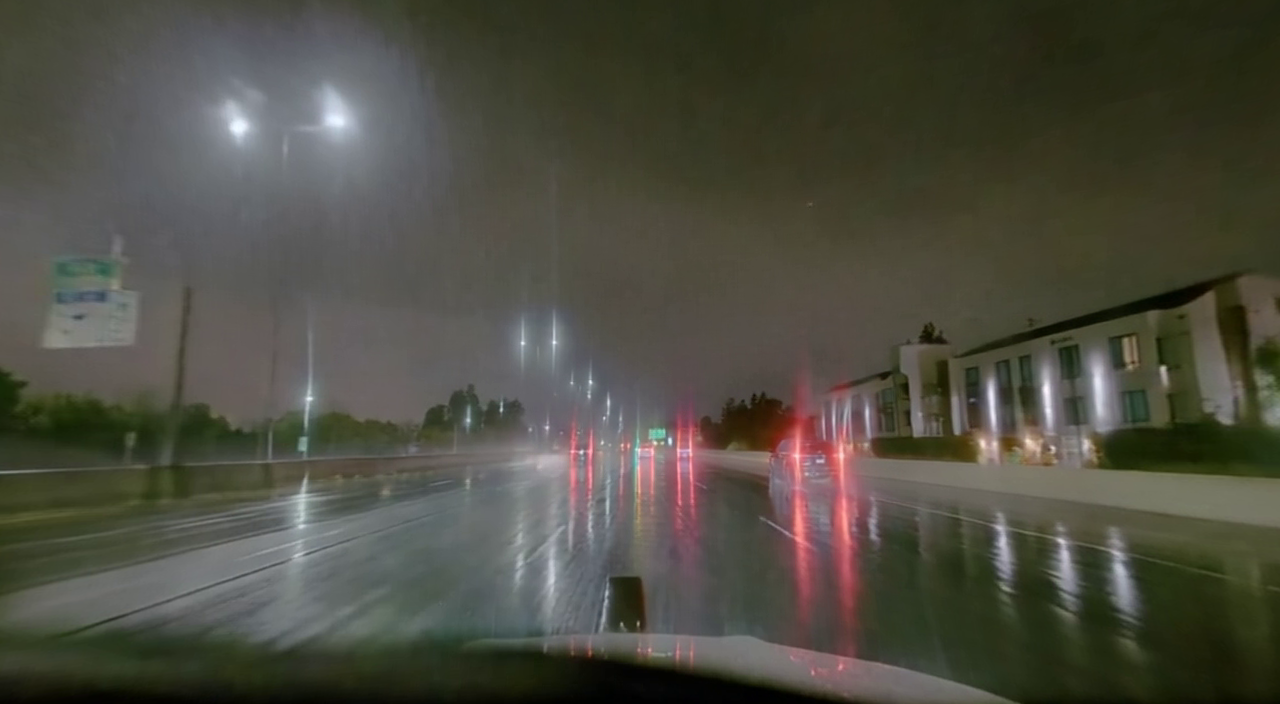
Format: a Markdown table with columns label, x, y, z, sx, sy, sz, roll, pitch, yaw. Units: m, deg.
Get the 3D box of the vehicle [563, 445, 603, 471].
| label | x | y | z | sx | sy | sz | roll | pitch | yaw |
| --- | --- | --- | --- | --- | --- | --- | --- | --- | --- |
| vehicle | -3.639 | 6.889 | 41.147 | 2.195 | 1.630 | 4.336 | 0 | -9 | 0 |
